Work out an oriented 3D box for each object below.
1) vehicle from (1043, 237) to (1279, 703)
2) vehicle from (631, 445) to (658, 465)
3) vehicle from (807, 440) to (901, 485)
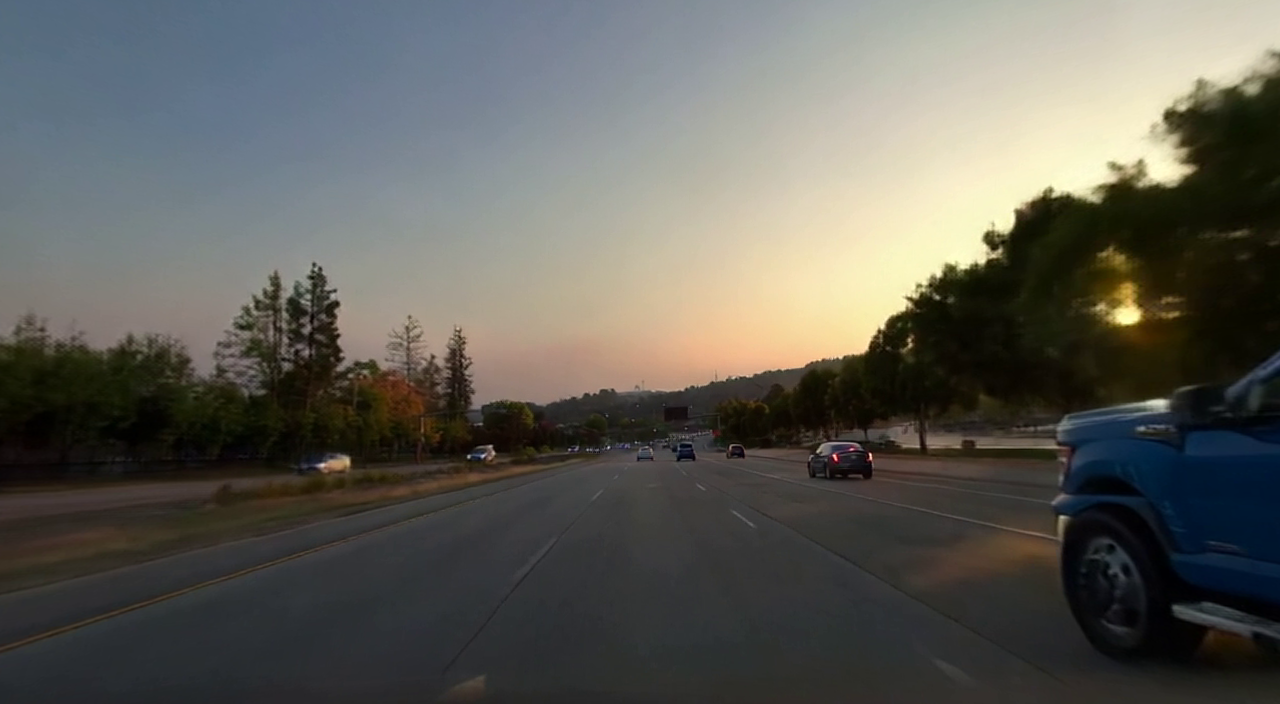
[{"bbox_3d":[3.819,0.365,1.216,2.354,2.079,5.586,0,-9,0],"label":"vehicle"},{"bbox_3d":[0.353,8.142,49.806,2.030,1.473,3.926,0,-9,0],"label":"vehicle"},{"bbox_3d":[7.911,4.107,23.788,1.989,1.526,4.443,0,-9,0],"label":"vehicle"}]
